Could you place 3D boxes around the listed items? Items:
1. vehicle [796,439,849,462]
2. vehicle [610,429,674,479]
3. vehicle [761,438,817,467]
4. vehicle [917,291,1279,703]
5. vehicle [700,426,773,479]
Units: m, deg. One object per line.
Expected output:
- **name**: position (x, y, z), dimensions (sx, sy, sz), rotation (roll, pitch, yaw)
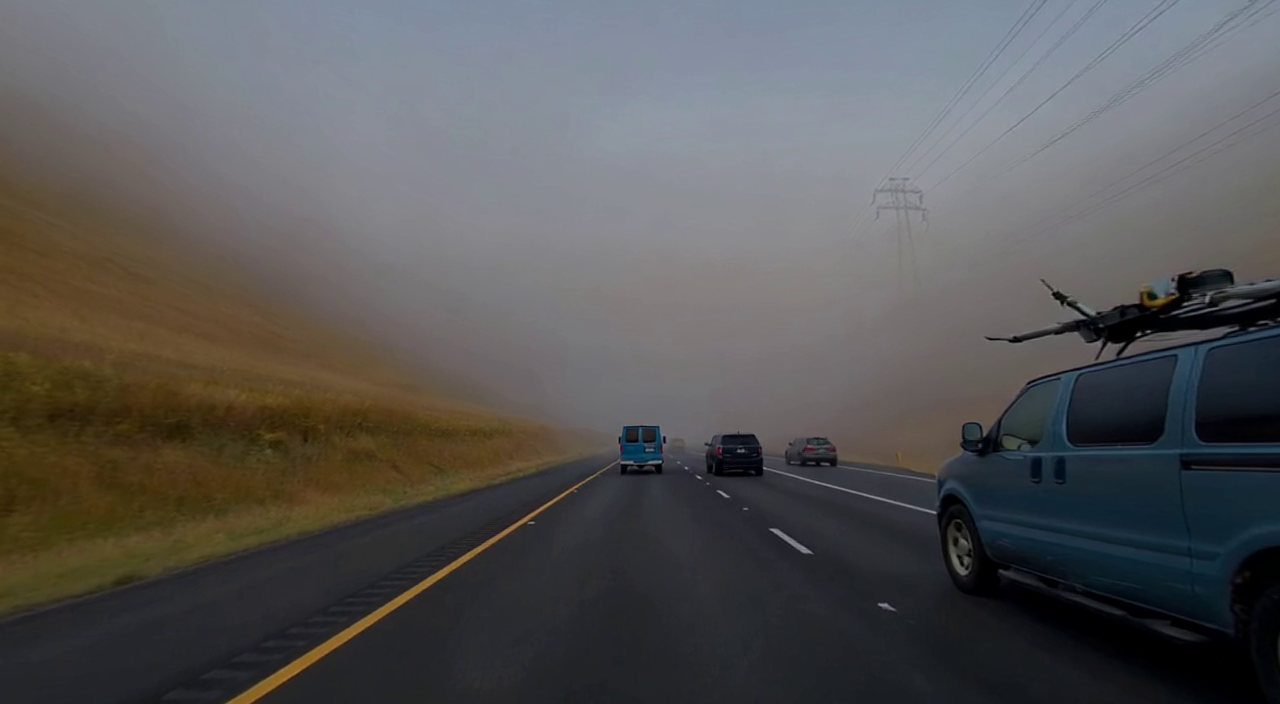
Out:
- **vehicle**: position (12.105, 6.562, 42.157), dimensions (2.087, 1.406, 4.875), rotation (0, -8, 0)
- **vehicle**: position (0.109, 3.976, 24.845), dimensions (2.268, 1.772, 4.523), rotation (0, -8, 1)
- **vehicle**: position (8.144, 5.514, 34.942), dimensions (2.075, 1.493, 4.305), rotation (0, -7, 0)
- **vehicle**: position (3.847, 0.757, 2.699), dimensions (2.691, 1.901, 5.744), rotation (0, -8, 0)
- **vehicle**: position (3.617, 3.881, 24.540), dimensions (2.139, 1.821, 4.480), rotation (0, -8, 0)
